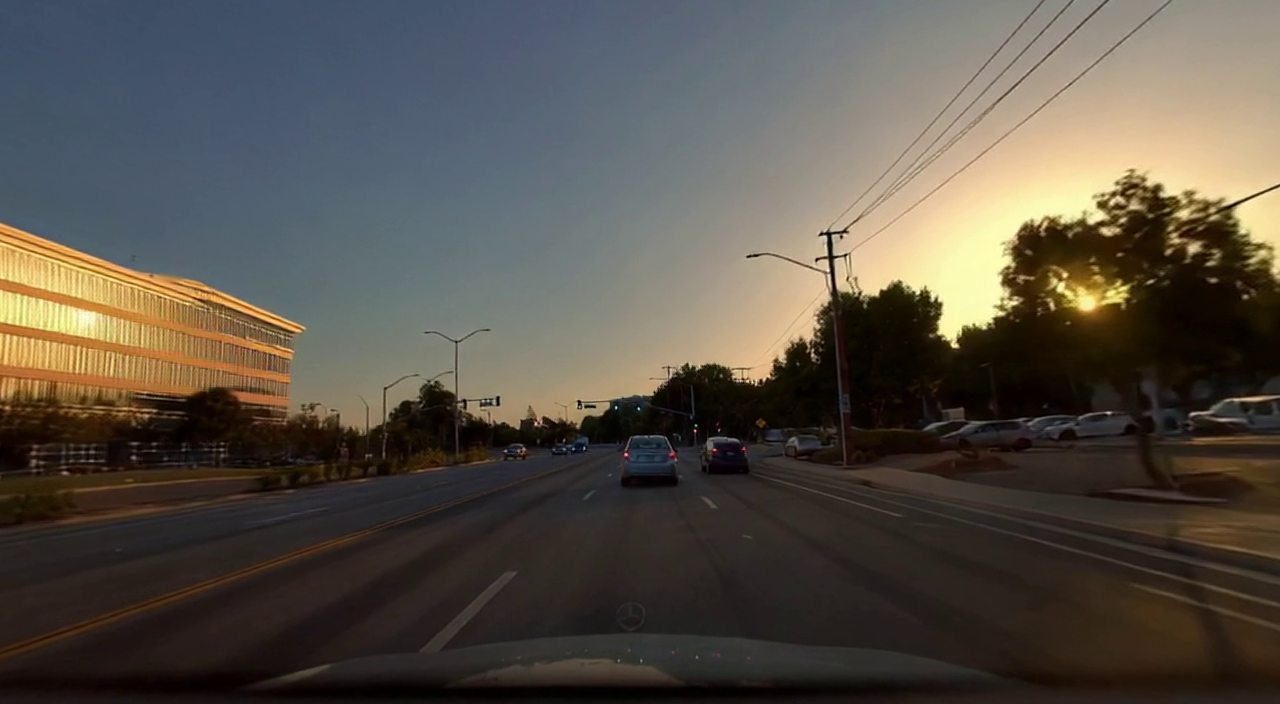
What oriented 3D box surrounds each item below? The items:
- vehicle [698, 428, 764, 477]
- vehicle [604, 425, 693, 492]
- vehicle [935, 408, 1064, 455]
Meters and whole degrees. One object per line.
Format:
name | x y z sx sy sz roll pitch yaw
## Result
vehicle | 3.441 3.872 24.490 1.914 1.698 4.049 0 -8 -1
vehicle | 0.202 2.955 17.759 2.200 1.653 4.127 0 -8 0
vehicle | 15.827 3.552 27.892 4.366 1.701 1.965 -4 -9 -1
